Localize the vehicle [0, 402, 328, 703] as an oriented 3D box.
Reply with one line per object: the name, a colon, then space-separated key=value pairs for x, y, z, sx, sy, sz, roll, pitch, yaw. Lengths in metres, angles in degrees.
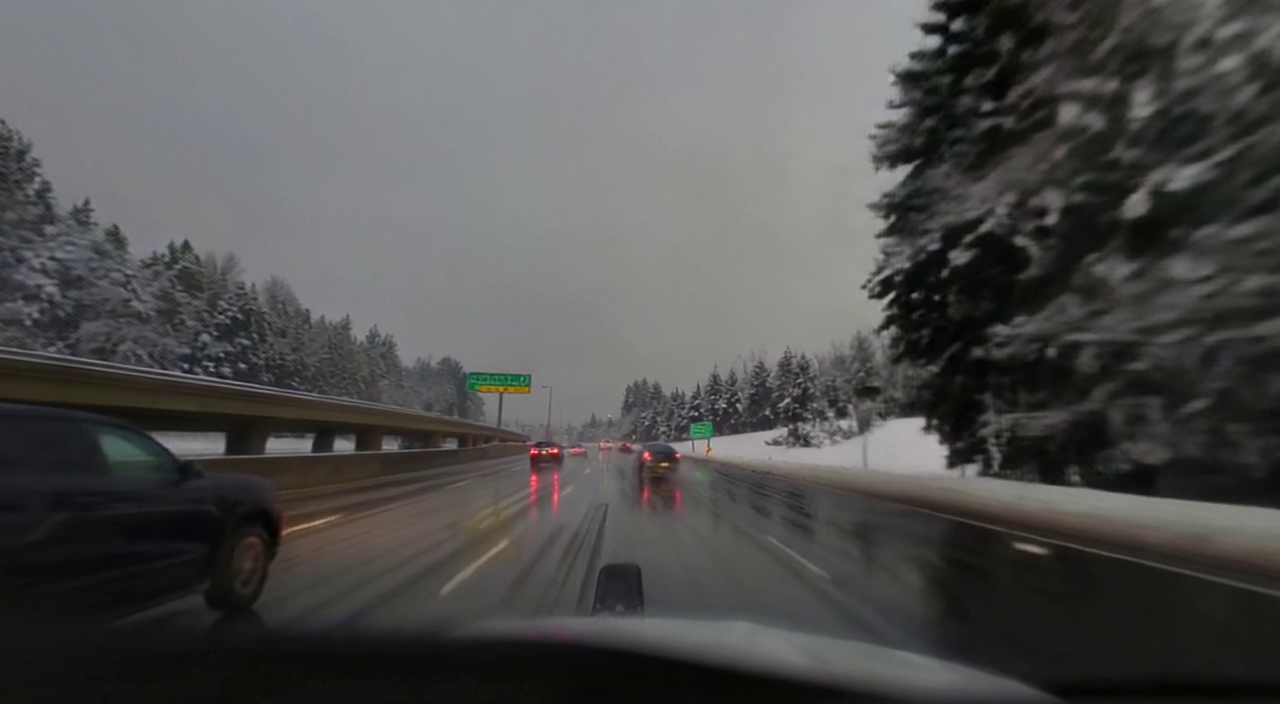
vehicle: x=-3.855 y=1.029 z=3.149 sx=2.049 sy=1.482 sz=4.981 roll=0 pitch=-9 yaw=0

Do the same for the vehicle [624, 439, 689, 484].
vehicle: x=0.485 y=3.914 z=22.849 sx=1.947 sy=1.437 sz=4.345 roll=0 pitch=-9 yaw=-4

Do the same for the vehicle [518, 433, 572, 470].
vehicle: x=-4.803 y=5.125 z=32.558 sx=2.244 sy=1.755 sz=4.417 roll=0 pitch=-9 yaw=-2
